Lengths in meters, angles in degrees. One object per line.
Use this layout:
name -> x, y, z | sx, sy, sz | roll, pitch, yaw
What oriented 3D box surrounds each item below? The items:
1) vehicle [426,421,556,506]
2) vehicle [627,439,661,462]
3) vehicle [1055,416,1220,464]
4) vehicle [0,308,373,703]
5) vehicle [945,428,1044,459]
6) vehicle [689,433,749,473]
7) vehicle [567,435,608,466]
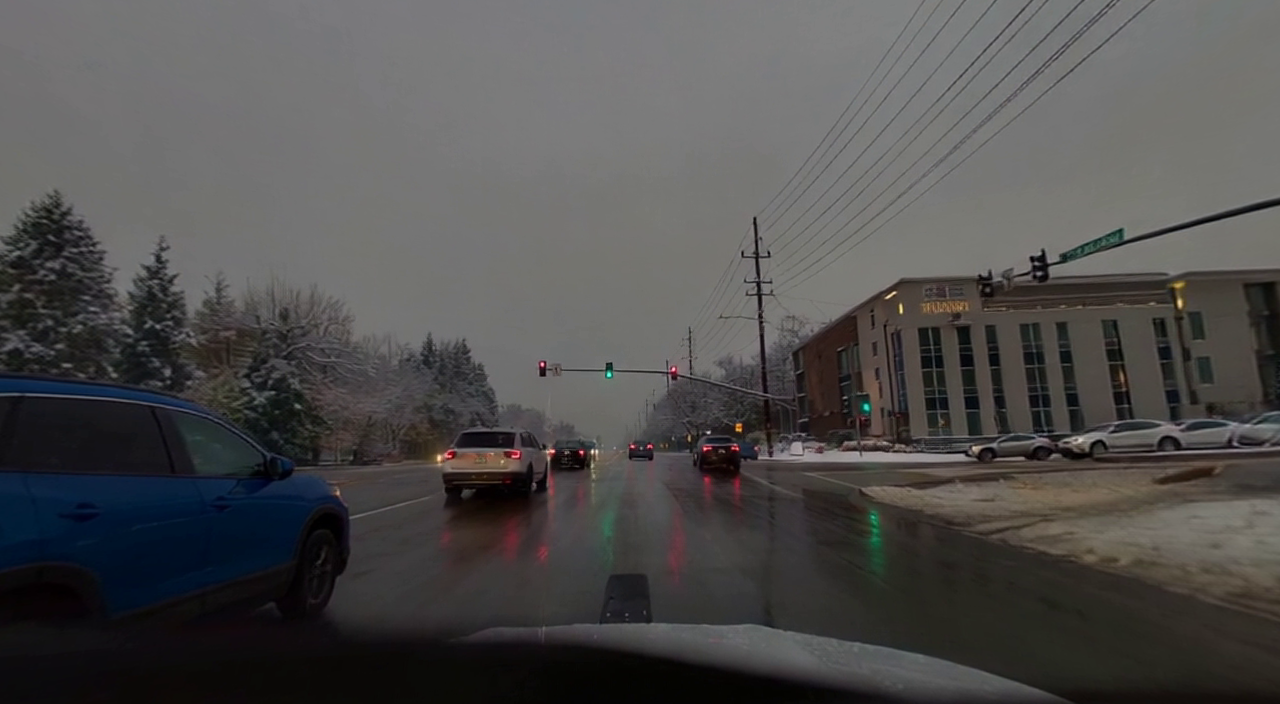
vehicle -> -3.395, 2.640, 15.320 | 1.958, 1.744, 4.315 | 0, -8, 2
vehicle -> 0.287, 6.773, 43.372 | 2.185, 1.515, 4.215 | 0, -8, 1
vehicle -> 19.625, 3.492, 25.003 | 5.033, 1.802, 1.928 | 1, -9, -5
vehicle -> -3.312, 0.843, 2.979 | 2.127, 1.754, 4.287 | 0, -8, 1
vehicle -> 19.262, 5.001, 34.422 | 4.119, 1.574, 2.028 | 0, -9, 2
vehicle -> 3.614, 4.733, 29.795 | 2.201, 1.734, 4.564 | 0, -8, -1
vehicle -> -2.949, 5.684, 36.436 | 1.900, 1.677, 4.128 | 0, -8, 2
